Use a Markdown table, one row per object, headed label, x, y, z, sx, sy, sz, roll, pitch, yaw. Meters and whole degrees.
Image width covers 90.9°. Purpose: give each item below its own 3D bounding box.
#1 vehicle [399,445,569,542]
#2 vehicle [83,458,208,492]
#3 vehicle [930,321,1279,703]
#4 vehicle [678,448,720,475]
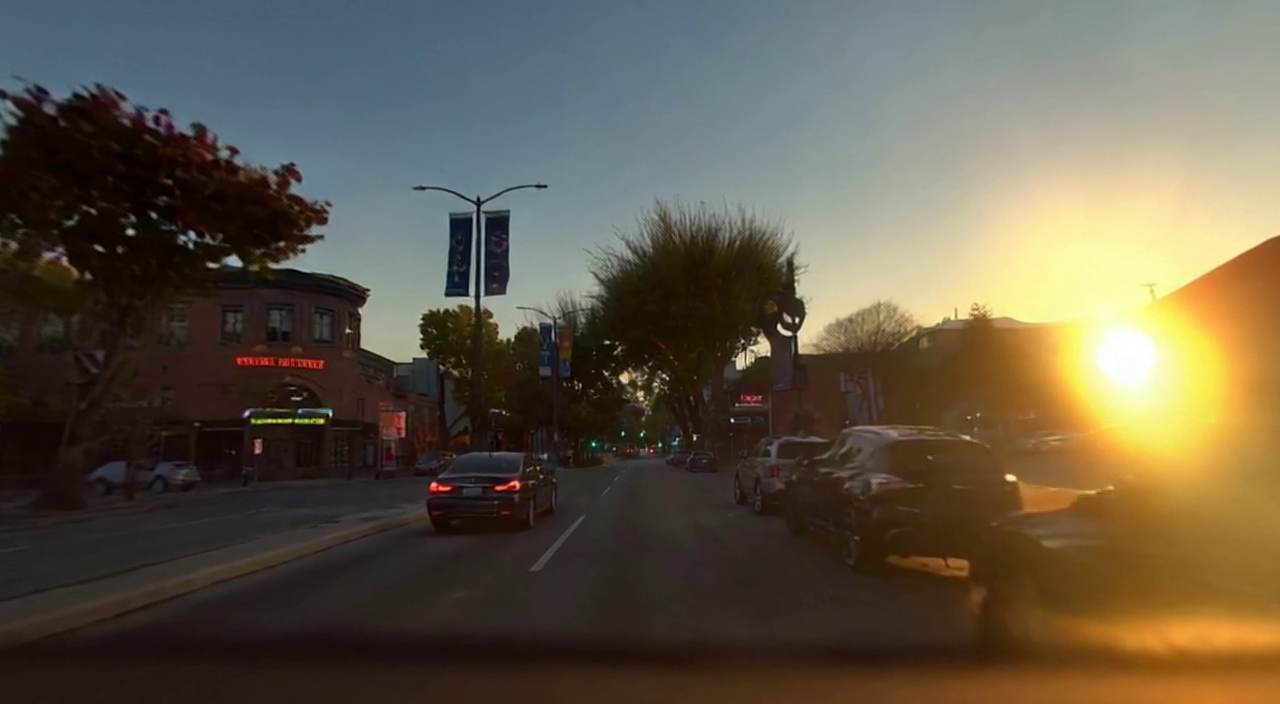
| label | x | y | z | sx | sy | sz | roll | pitch | yaw |
| --- | --- | --- | --- | --- | --- | --- | --- | --- | --- |
| vehicle | -2.607 | 2.465 | 11.759 | 2.030 | 1.436 | 4.388 | 0 | -8 | 0 |
| vehicle | -23.686 | 5.875 | 30.291 | 4.358 | 1.522 | 1.970 | -1 | -8 | 3 |
| vehicle | 3.169 | 0.842 | 2.359 | 2.086 | 1.792 | 4.608 | -1 | -9 | 2 |
| vehicle | 3.406 | 6.416 | 37.223 | 1.950 | 1.462 | 4.807 | 0 | -8 | -1 |
